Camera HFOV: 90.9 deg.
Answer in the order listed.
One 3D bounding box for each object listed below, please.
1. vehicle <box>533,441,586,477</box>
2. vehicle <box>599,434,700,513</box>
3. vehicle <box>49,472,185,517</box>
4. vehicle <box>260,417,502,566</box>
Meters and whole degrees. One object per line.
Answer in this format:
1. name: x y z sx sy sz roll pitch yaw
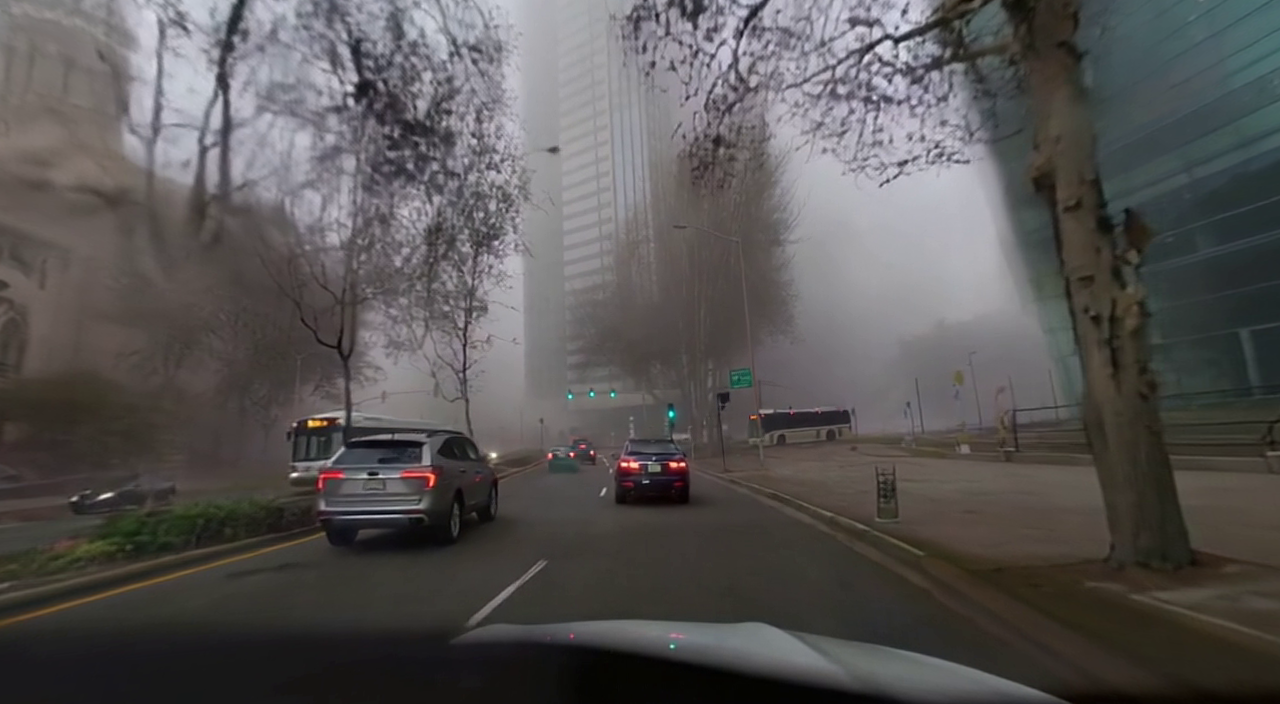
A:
1. vehicle: -3.659 4.928 29.326 1.961 1.517 4.202 0 -9 -1
2. vehicle: 0.092 2.617 14.014 1.933 1.504 3.802 1 -9 -3
3. vehicle: -21.550 5.854 26.270 1.927 1.519 4.447 0 -9 -2
4. vehicle: -3.307 1.841 8.963 1.848 1.641 3.686 0 -9 0
